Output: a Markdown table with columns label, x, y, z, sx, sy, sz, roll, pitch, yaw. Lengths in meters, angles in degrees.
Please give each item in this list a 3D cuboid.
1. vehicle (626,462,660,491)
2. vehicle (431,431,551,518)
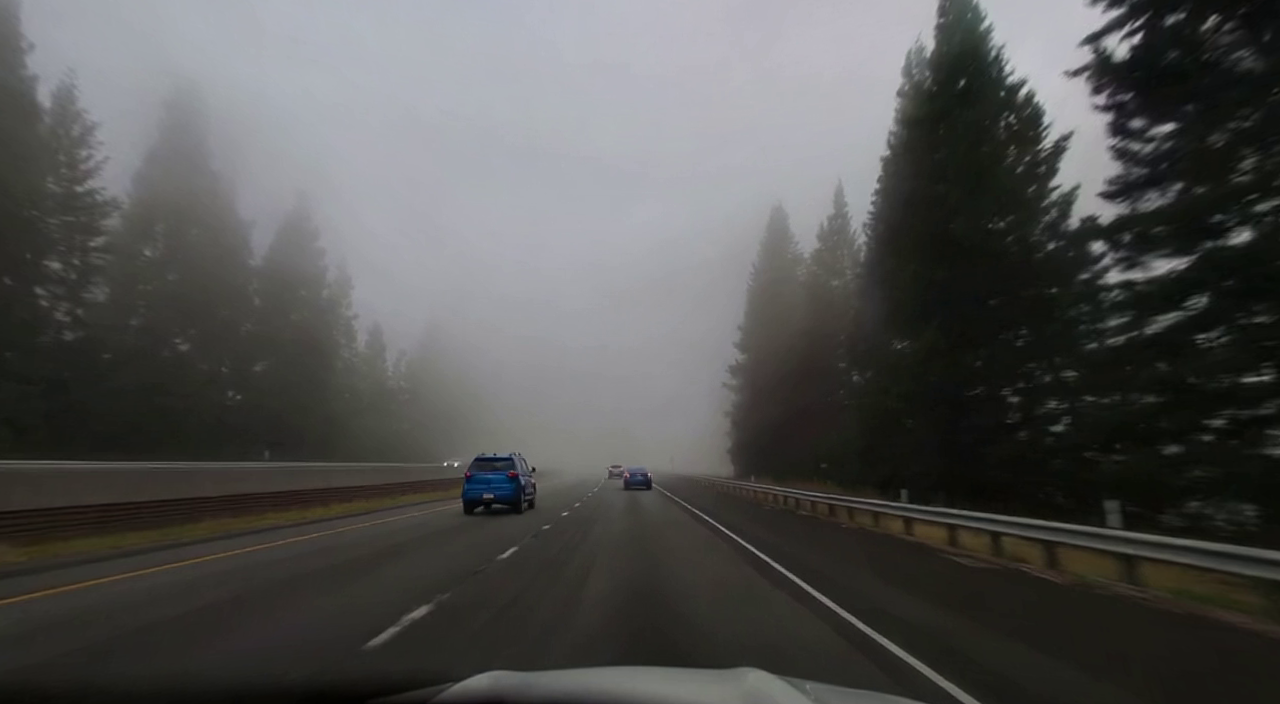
| label | x | y | z | sx | sy | sz | roll | pitch | yaw |
| --- | --- | --- | --- | --- | --- | --- | --- | --- | --- |
| vehicle | 0.142 | 7.301 | 37.018 | 1.905 | 1.559 | 3.491 | 1 | -10 | -1 |
| vehicle | -4.034 | 3.471 | 18.075 | 2.237 | 2.113 | 4.815 | 1 | -10 | 0 |
